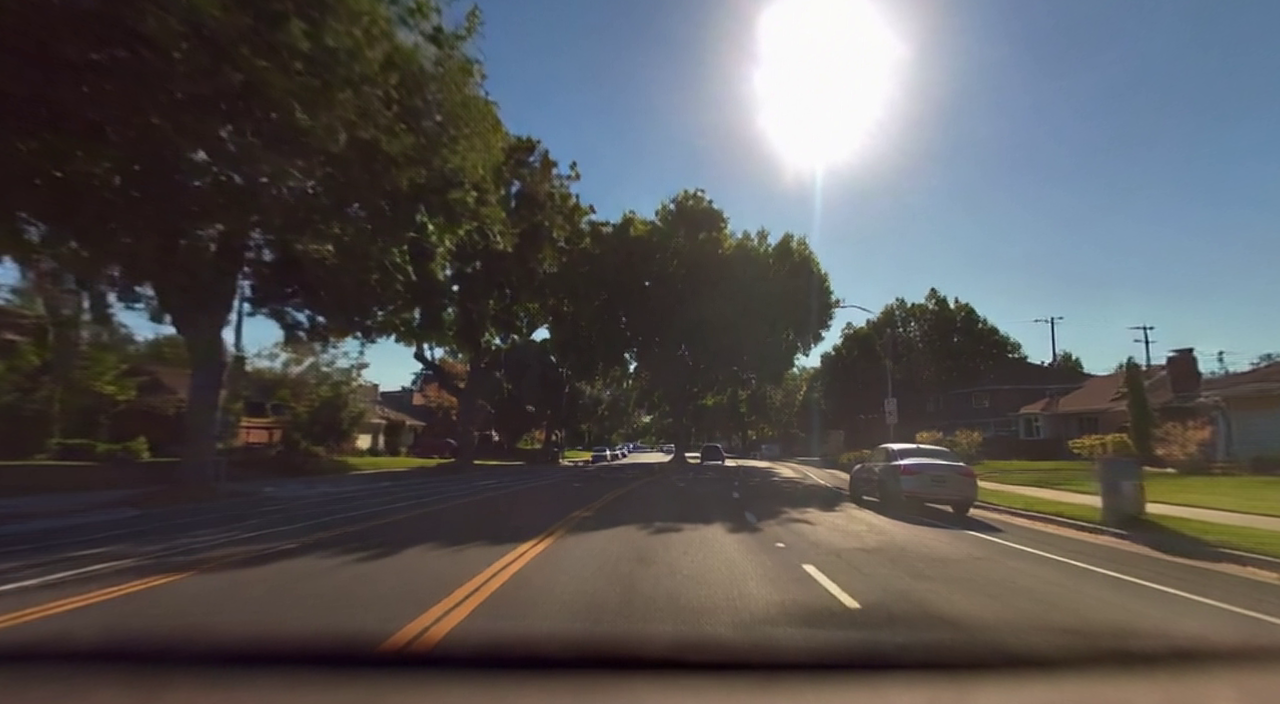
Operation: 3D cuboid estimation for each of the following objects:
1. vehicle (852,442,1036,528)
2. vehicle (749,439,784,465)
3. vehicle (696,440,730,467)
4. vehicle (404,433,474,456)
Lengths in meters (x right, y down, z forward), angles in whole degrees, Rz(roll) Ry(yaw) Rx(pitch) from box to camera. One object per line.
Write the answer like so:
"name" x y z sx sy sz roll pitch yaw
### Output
"vehicle" 6.148 2.701 13.442 1.934 1.506 4.282 0 -8 3
"vehicle" 9.861 7.823 49.392 2.059 1.924 4.257 -1 -9 4
"vehicle" 4.871 6.744 42.047 2.106 1.667 4.367 -1 -9 7
"vehicle" -14.528 6.707 45.622 4.377 1.570 1.871 -1 -9 7
